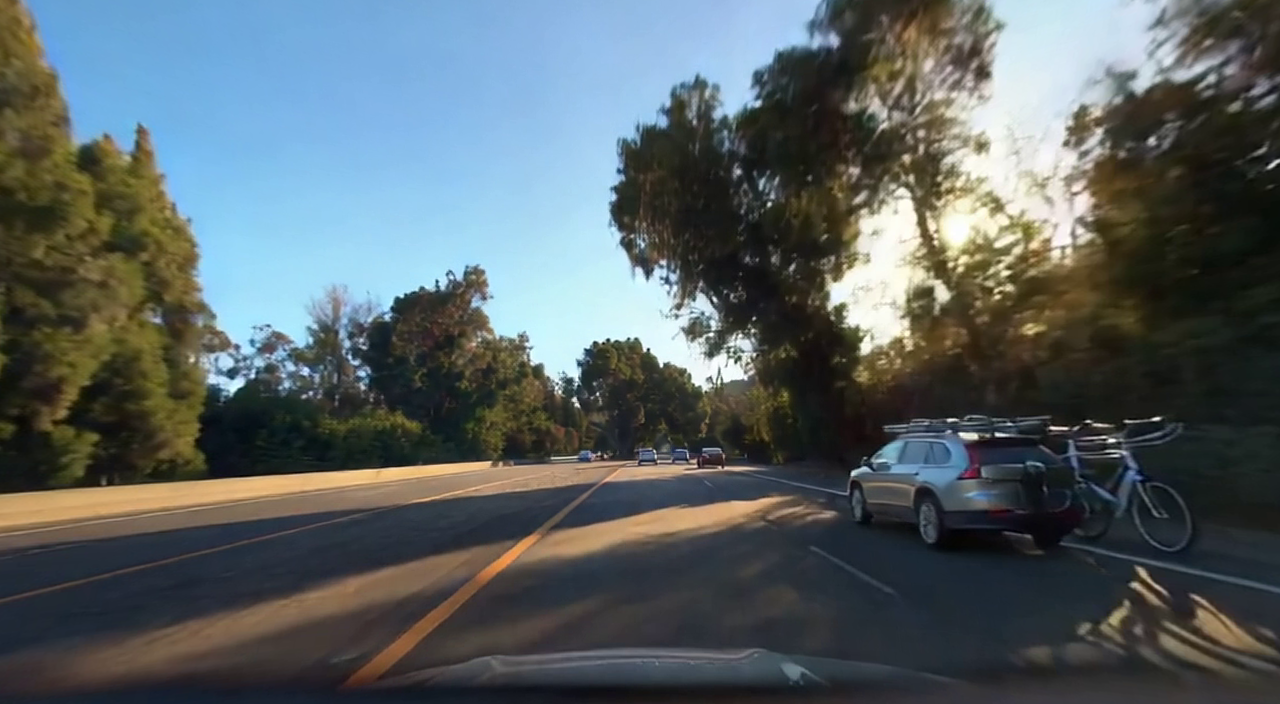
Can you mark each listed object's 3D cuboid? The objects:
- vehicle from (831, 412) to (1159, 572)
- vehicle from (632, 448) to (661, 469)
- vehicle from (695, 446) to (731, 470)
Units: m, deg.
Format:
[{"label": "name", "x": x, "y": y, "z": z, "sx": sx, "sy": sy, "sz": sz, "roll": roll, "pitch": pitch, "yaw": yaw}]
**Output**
[{"label": "vehicle", "x": 4.238, "y": 1.744, "z": 8.514, "sx": 1.978, "sy": 1.604, "sz": 4.128, "roll": 0, "pitch": -9, "yaw": 0}, {"label": "vehicle", "x": 0.467, "y": 7.797, "z": 46.266, "sx": 1.991, "sy": 1.459, "sz": 3.769, "roll": 0, "pitch": -9, "yaw": 0}, {"label": "vehicle", "x": 4.955, "y": 7.300, "z": 43.481, "sx": 1.964, "sy": 1.513, "sz": 3.707, "roll": 0, "pitch": -9, "yaw": -1}]
